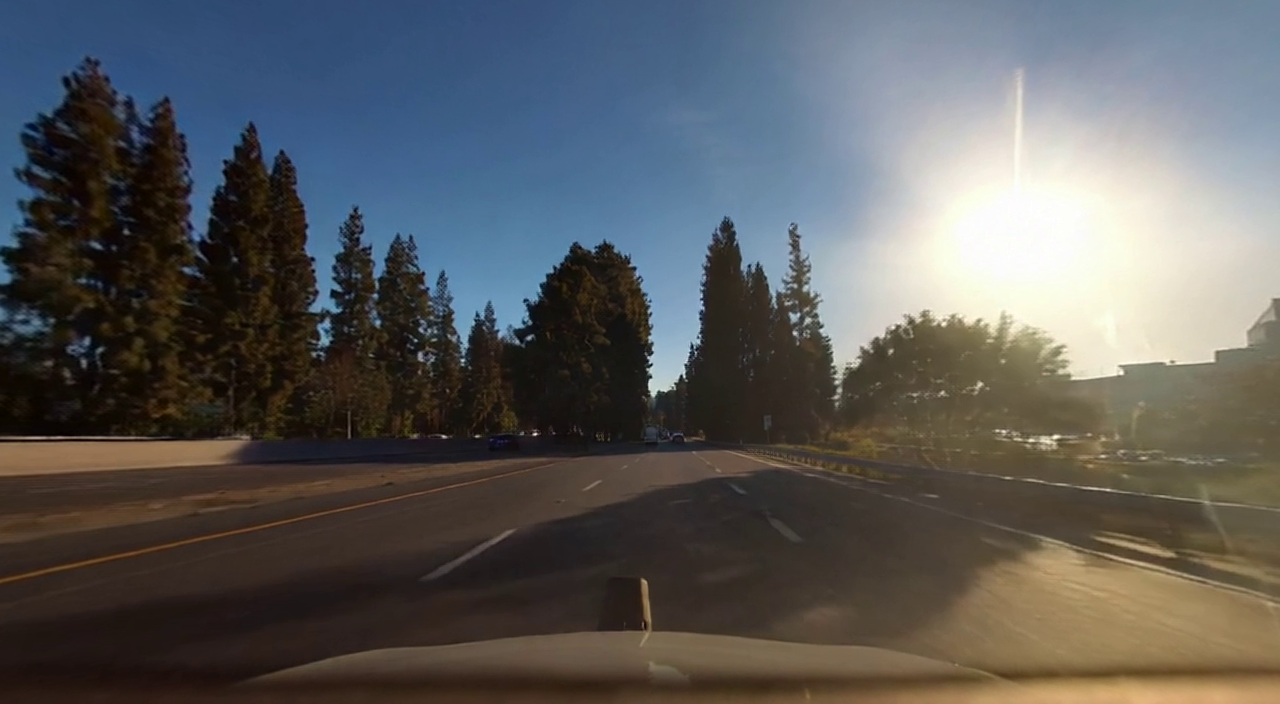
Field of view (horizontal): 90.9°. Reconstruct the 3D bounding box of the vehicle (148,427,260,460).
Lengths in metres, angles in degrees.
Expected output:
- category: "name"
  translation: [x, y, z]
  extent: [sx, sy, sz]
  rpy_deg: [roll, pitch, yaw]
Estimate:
- category: "vehicle"
  translation: [-26.587, 5.633, 38.811]
  extent: [2.173, 1.802, 6.102]
  rpy_deg: [-1, -8, 5]
